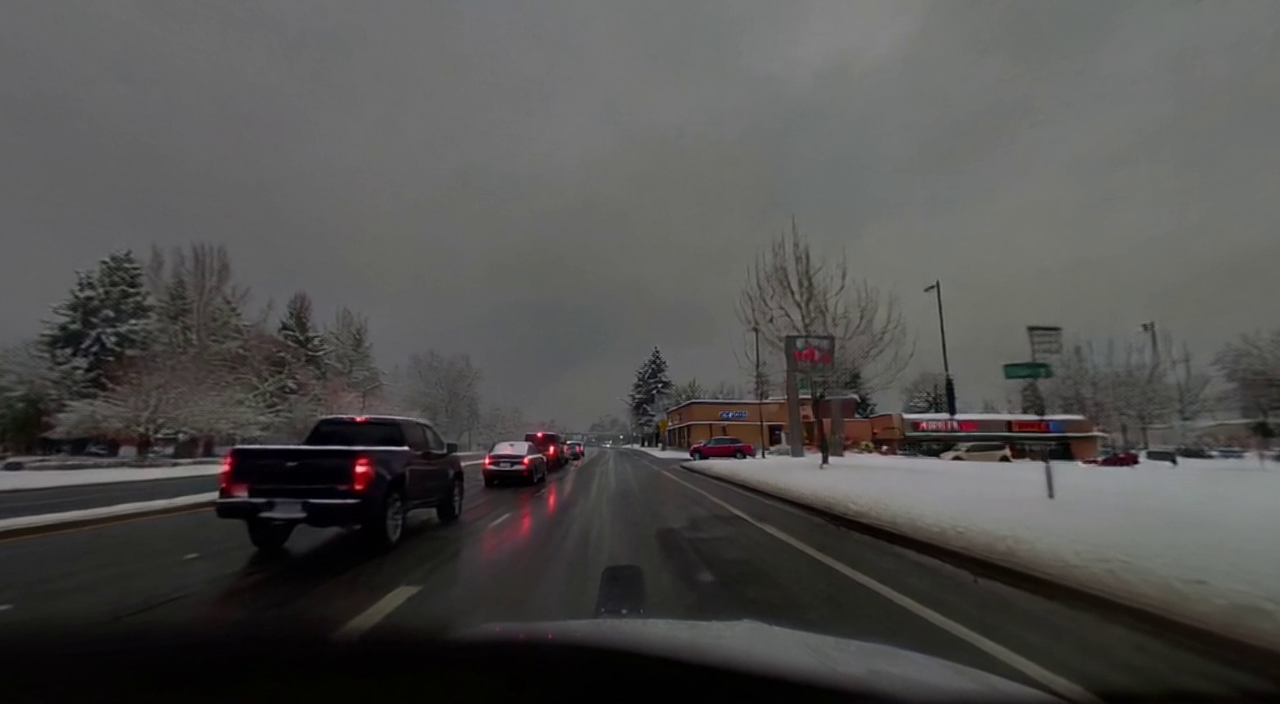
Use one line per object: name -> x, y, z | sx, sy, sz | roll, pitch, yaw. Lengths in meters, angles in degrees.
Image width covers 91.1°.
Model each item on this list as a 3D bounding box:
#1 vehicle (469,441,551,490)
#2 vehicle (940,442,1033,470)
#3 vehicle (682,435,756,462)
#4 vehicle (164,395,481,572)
vehicle -> -4.205, 3.732, 21.051 | 2.113, 1.446, 4.309 | 1, -8, -4
vehicle -> 23.775, 7.166, 43.256 | 5.120, 1.817, 2.154 | -1, -9, 9
vehicle -> 5.445, 6.773, 43.842 | 4.813, 1.622, 2.110 | -3, -11, 2
vehicle -> -4.079, 1.796, 9.386 | 2.222, 1.899, 5.006 | 0, -8, -2
